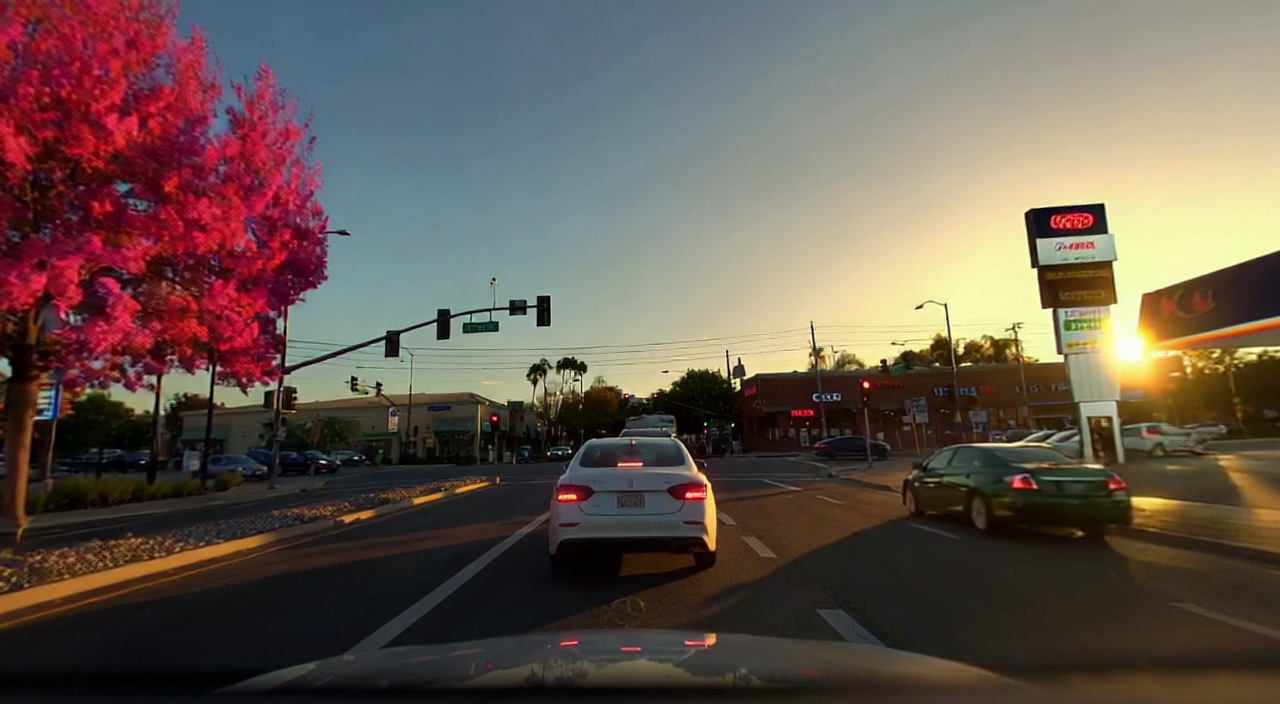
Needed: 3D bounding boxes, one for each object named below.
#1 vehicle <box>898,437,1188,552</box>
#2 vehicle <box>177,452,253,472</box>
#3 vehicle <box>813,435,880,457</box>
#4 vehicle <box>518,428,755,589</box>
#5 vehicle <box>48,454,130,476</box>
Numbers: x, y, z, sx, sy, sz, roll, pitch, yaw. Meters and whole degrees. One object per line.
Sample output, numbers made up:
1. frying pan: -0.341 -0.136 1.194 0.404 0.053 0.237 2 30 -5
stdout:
1. vehicle: 6.266 2.217 10.612 1.942 1.511 4.390 0 -8 0
2. vehicle: -31.731 8.182 47.074 4.466 1.438 1.837 -1 -8 5
3. vehicle: 15.141 6.894 46.206 4.458 1.510 1.947 -4 -9 24
4. vehicle: -0.055 1.762 7.993 2.213 1.482 4.057 0 -8 -1
5. vehicle: -40.077 8.224 45.896 4.609 1.465 1.944 -2 -8 11
